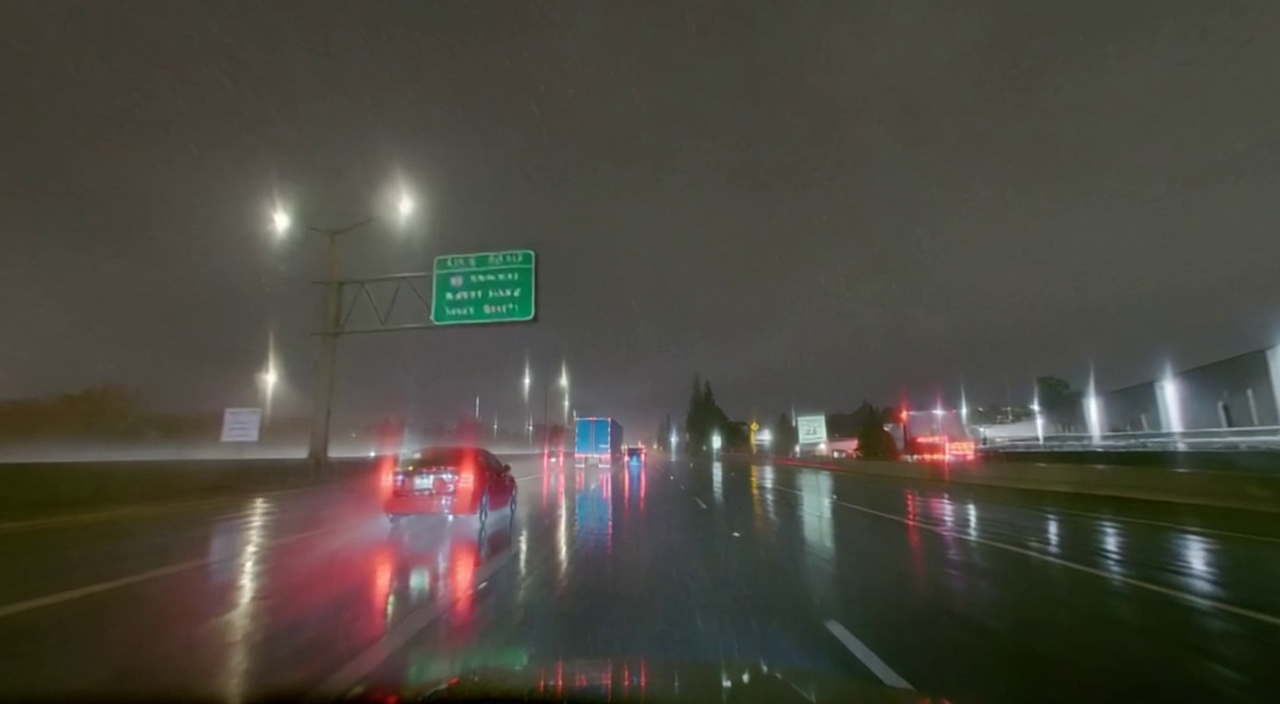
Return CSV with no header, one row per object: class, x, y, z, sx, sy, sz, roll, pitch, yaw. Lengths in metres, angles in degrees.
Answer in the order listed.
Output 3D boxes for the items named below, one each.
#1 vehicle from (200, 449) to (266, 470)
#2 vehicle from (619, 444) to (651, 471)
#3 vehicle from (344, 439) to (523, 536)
vehicle,-30.920,8.172,48.165,2.099,1.527,4.542,0,-9,-1
vehicle,-0.363,6.971,41.791,2.033,1.669,4.112,0,-9,-1
vehicle,-3.657,2.467,12.169,1.997,1.507,4.391,0,-9,0
